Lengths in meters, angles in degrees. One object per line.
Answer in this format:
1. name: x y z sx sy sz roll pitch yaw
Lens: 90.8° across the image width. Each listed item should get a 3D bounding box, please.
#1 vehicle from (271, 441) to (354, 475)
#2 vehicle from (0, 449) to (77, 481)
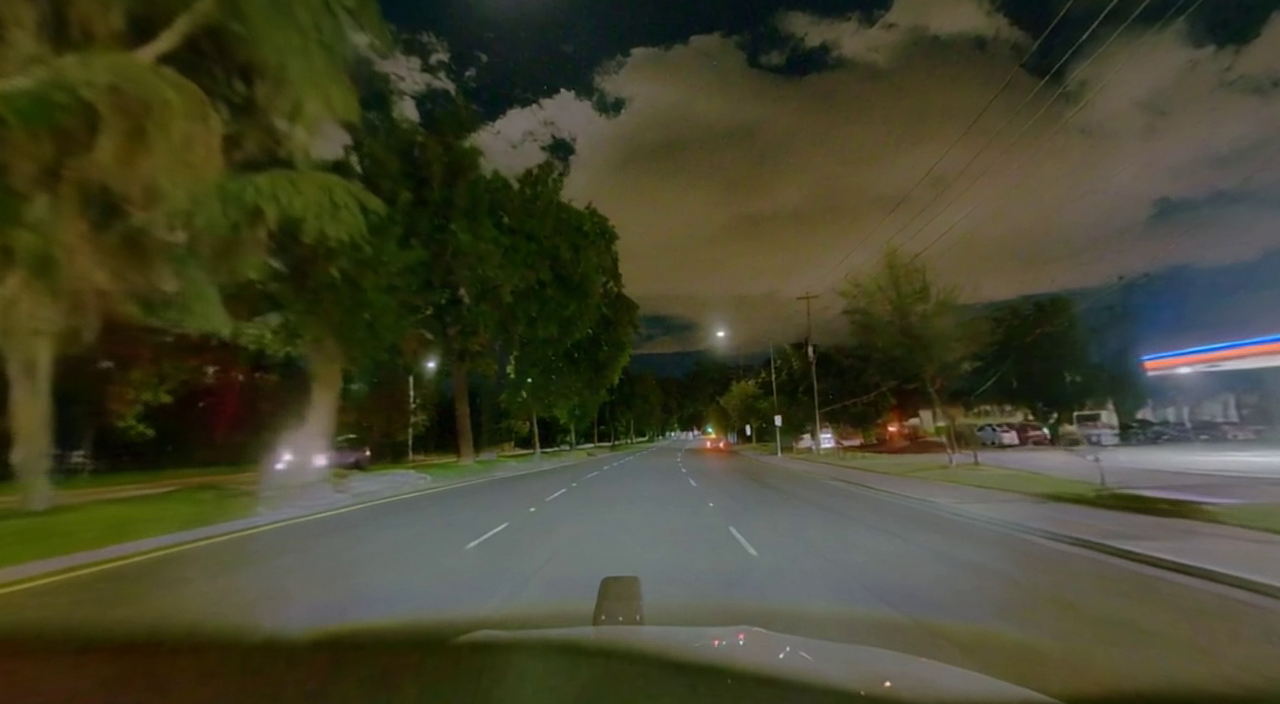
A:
1. vehicle: -17.822 5.792 34.654 1.970 1.696 4.410 -1 -9 4
2. vehicle: -30.908 5.555 31.179 1.884 1.490 4.627 0 -9 1
